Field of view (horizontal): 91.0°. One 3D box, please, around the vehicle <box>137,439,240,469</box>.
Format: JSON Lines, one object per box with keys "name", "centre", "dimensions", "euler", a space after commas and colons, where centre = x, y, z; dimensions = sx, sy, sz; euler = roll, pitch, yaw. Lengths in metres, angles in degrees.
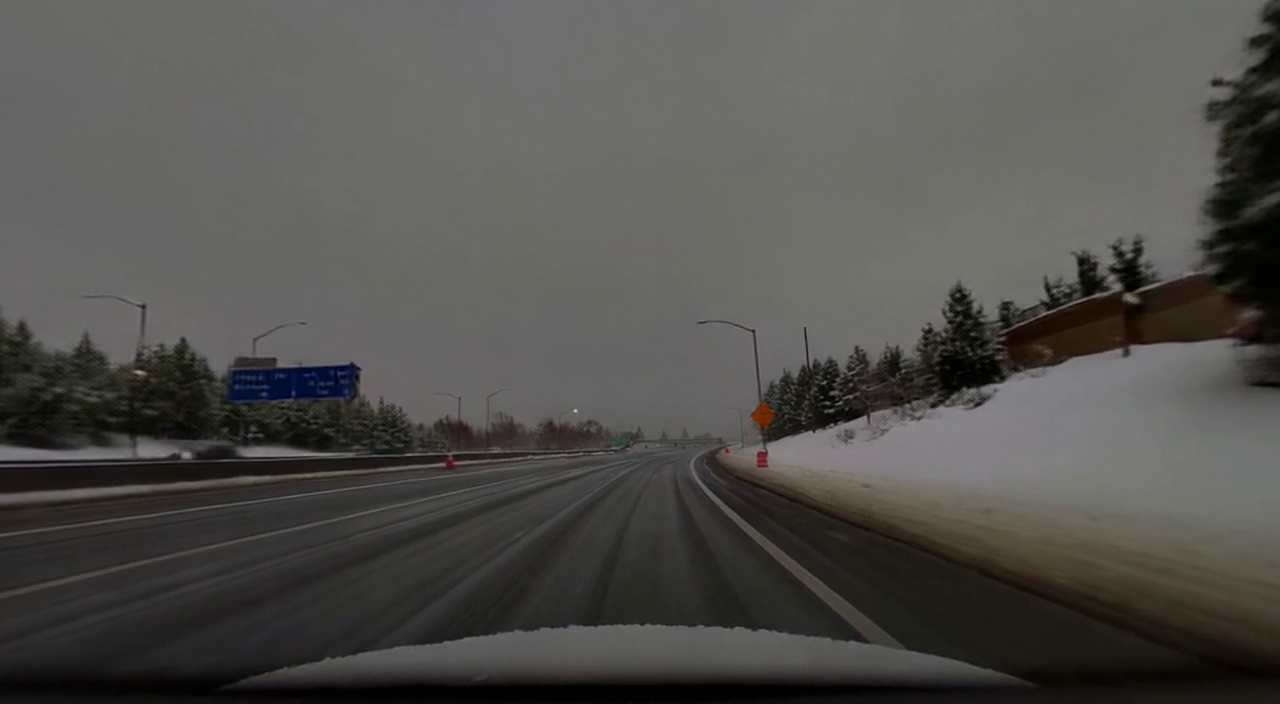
{"name": "vehicle", "centre": [-25.876, 5.892, 36.371], "dimensions": [2.103, 1.585, 4.950], "euler": [0, -9, 3]}
